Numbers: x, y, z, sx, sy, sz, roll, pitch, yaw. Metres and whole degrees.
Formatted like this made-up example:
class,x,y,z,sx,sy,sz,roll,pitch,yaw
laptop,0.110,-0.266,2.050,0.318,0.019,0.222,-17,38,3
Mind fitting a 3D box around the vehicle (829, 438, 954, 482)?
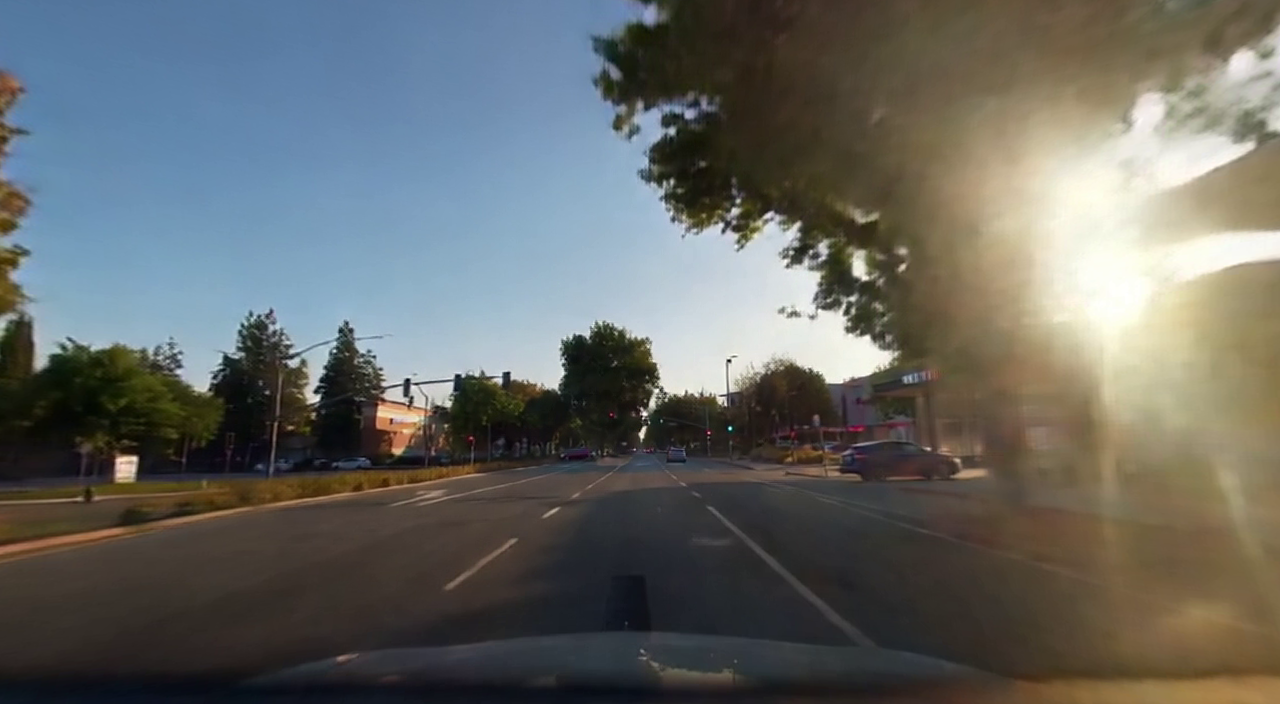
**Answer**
class,x,y,z,sx,sy,sz,roll,pitch,yaw
vehicle,9.612,4.151,24.399,4.007,1.591,1.915,-1,-8,2
